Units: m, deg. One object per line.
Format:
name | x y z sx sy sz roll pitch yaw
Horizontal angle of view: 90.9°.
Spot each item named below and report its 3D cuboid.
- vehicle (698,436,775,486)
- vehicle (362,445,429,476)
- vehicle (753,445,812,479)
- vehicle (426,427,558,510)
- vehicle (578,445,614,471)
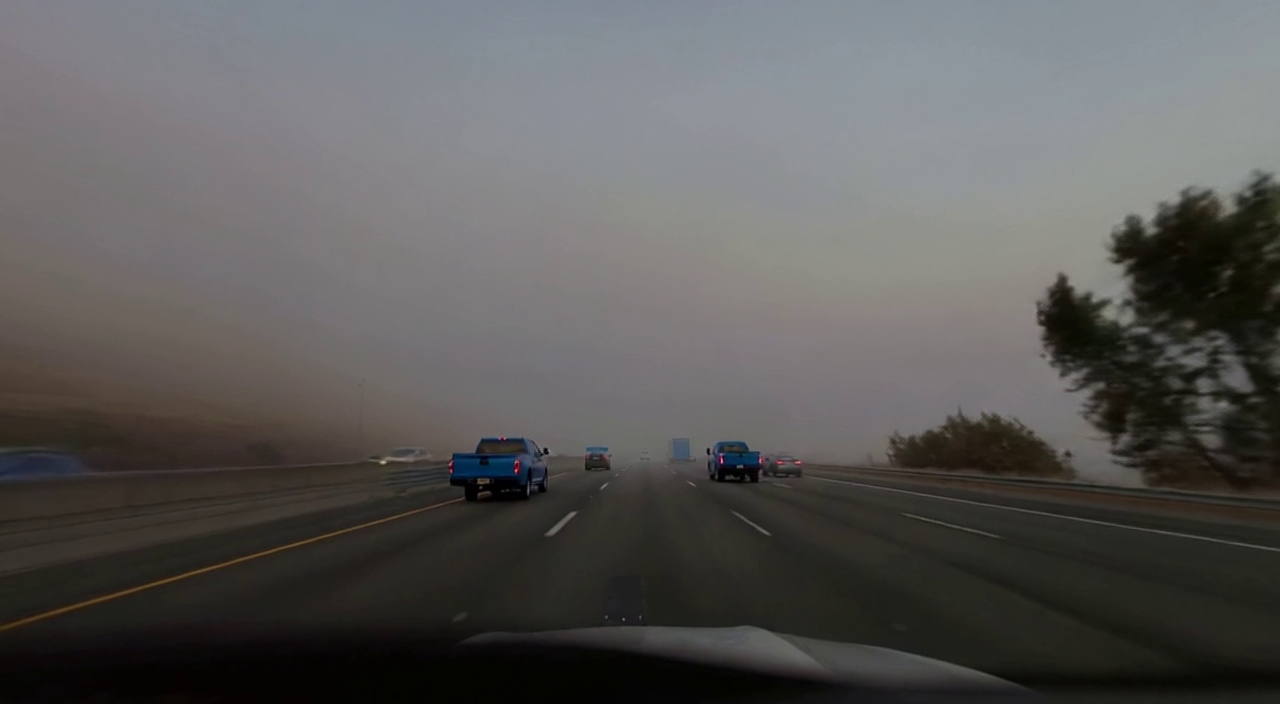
vehicle | 4.120 4.762 28.008 2.424 1.952 5.611 0 -8 -1
vehicle | -13.317 5.916 34.660 1.884 1.559 4.380 0 -8 0
vehicle | 7.820 6.075 35.126 2.104 1.724 4.701 0 -8 -1
vehicle | -3.694 3.029 16.940 2.227 1.853 5.161 0 -8 1
vehicle | -3.193 7.750 46.461 2.235 1.785 4.386 -1 -8 1
